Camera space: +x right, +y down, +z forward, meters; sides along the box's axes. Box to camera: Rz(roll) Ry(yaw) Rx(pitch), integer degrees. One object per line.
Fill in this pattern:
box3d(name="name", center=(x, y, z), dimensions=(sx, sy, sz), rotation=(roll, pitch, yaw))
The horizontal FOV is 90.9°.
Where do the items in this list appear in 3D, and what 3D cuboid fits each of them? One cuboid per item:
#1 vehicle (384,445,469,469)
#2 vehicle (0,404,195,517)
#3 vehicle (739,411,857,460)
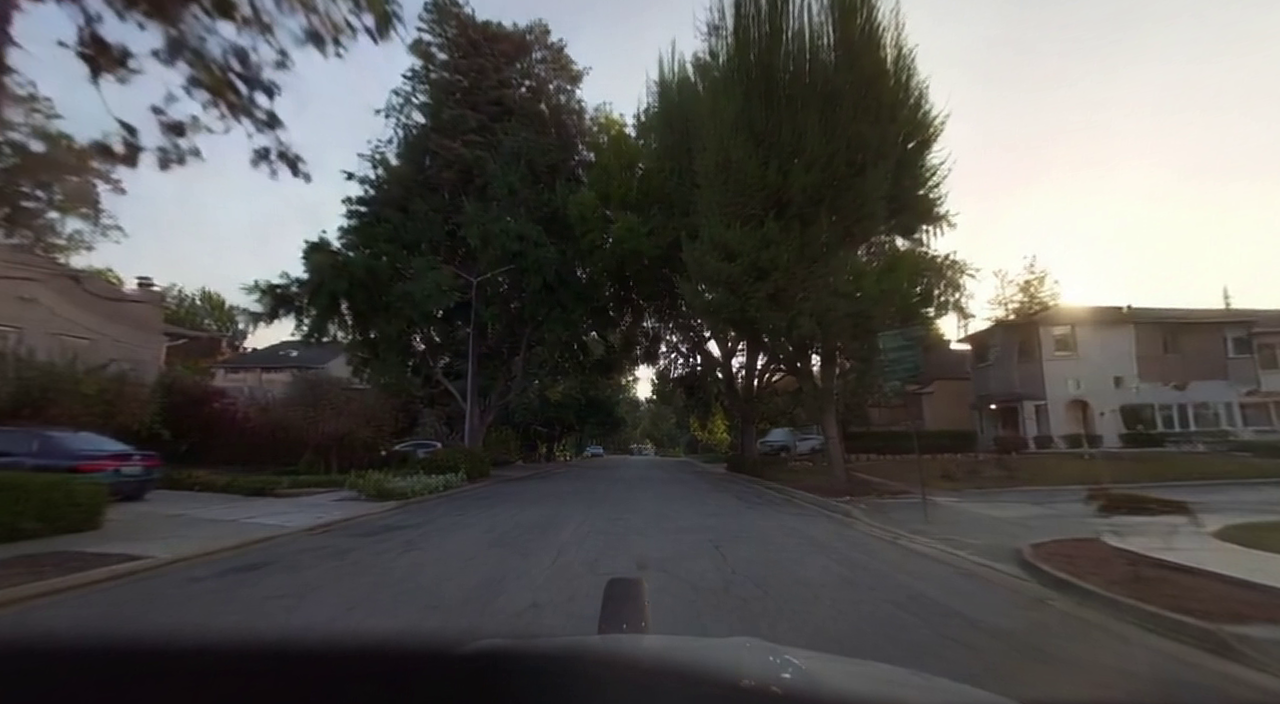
box3d(name="vehicle", center=(-13.772, 6.802, 40.845), dimensions=(4.764, 1.514, 1.912), rotation=(0, -9, -1))
box3d(name="vehicle", center=(-13.052, 2.145, 12.776), dimensions=(5.946, 2.048, 2.595), rotation=(1, -9, -3))
box3d(name="vehicle", center=(10.773, 5.775, 43.514), dimensions=(7.362, 3.227, 2.674), rotation=(0, -9, -2))
